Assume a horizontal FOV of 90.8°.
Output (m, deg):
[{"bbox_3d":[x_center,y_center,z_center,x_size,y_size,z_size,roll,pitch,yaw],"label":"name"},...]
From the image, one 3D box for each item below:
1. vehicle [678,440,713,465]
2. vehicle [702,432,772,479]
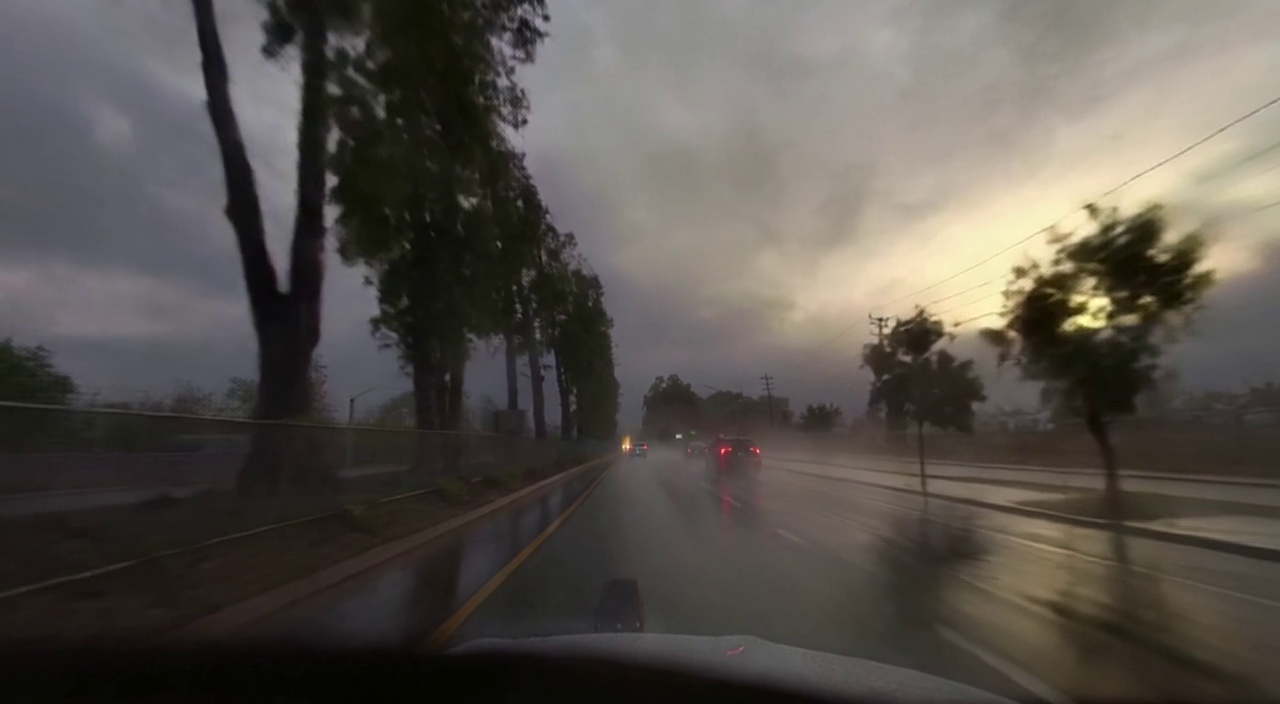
[{"bbox_3d":[3.800,7.021,44.118,2.012,1.653,4.115,0,-8,-1],"label":"vehicle"},{"bbox_3d":[4.019,4.388,26.986,2.112,1.825,4.574,0,-8,-2],"label":"vehicle"}]
